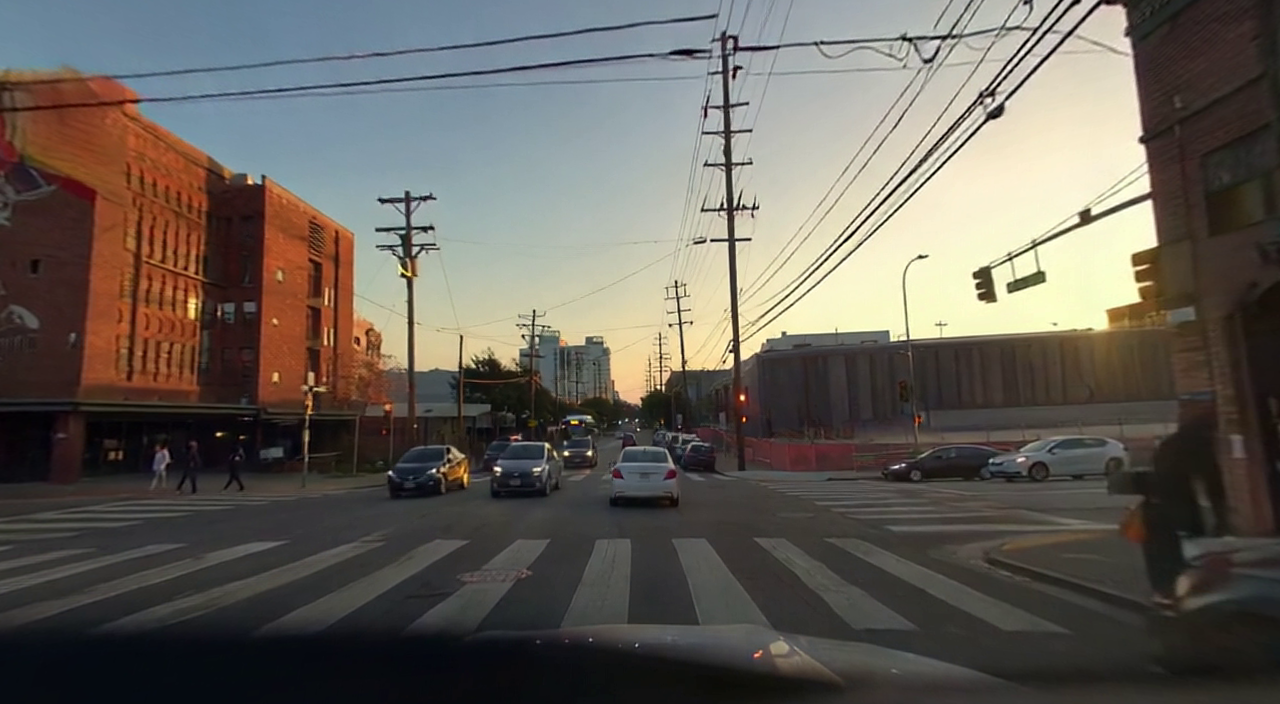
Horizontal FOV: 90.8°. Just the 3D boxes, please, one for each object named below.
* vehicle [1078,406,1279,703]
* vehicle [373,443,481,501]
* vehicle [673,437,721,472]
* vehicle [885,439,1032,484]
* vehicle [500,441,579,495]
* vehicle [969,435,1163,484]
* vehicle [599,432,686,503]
[{"bbox_3d":[3.487,0.799,1.257,1.949,1.521,4.445,0,-8,-1],"label":"vehicle"},{"bbox_3d":[-7.096,4.014,21.731,1.892,1.706,5.224,0,-8,0],"label":"vehicle"},{"bbox_3d":[3.033,5.652,34.745,2.171,1.751,4.373,0,-9,-1],"label":"vehicle"},{"bbox_3d":[12.206,4.220,24.500,4.576,1.650,1.980,-1,-9,2],"label":"vehicle"},{"bbox_3d":[-3.364,3.941,21.867,2.055,1.660,3.954,0,-8,0],"label":"vehicle"},{"bbox_3d":[14.254,3.619,21.372,5.045,1.527,2.107,0,-9,-1],"label":"vehicle"},{"bbox_3d":[0.053,3.227,18.058,2.190,1.783,4.048,0,-8,0],"label":"vehicle"}]
